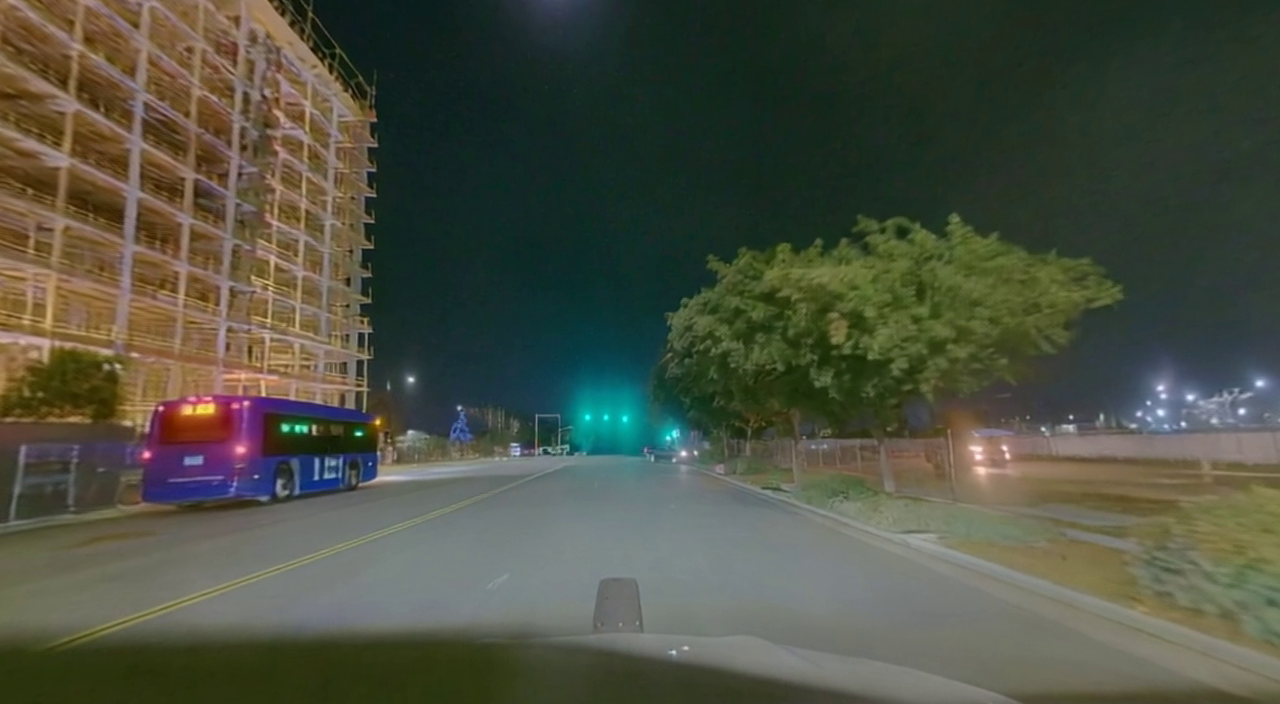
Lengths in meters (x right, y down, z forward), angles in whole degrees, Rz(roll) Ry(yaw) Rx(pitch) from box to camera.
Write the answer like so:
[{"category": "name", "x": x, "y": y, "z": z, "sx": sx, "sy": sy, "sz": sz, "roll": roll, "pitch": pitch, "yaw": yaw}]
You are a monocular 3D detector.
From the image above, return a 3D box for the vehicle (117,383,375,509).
[{"category": "vehicle", "x": -10.148, "y": 2.565, "z": 17.284, "sx": 2.979, "sy": 2.803, "sz": 5.962, "roll": 0, "pitch": -9, "yaw": 2}]

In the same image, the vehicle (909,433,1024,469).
[{"category": "vehicle", "x": 13.943, "y": 4.259, "z": 27.125, "sx": 3.897, "sy": 1.470, "sz": 1.829, "roll": 0, "pitch": -8, "yaw": -1}]
